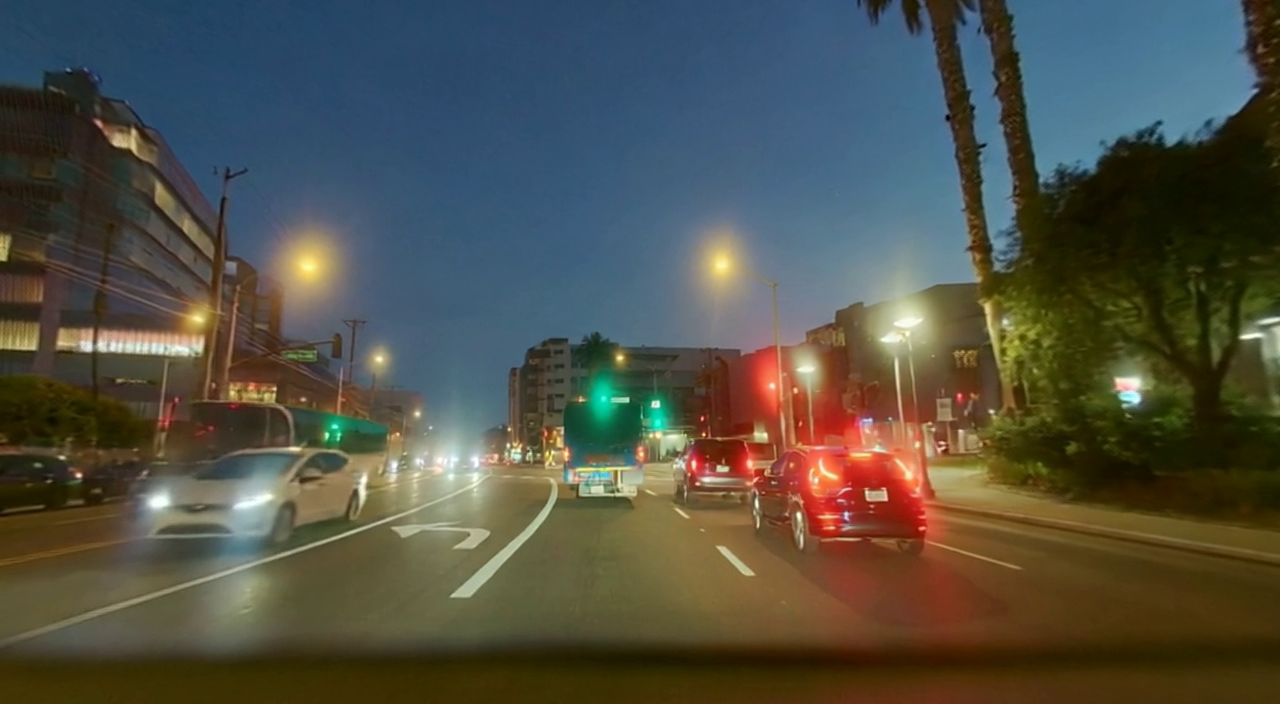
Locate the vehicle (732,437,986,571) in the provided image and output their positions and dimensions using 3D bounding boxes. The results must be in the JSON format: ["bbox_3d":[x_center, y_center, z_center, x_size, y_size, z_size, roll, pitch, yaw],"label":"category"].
[{"bbox_3d":[2.873,2.100,9.604,1.978,1.507,4.636,0,-9,-3],"label":"vehicle"}]

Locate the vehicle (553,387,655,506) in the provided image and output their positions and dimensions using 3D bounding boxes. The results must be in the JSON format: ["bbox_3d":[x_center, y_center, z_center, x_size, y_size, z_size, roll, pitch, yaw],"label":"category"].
[{"bbox_3d":[-1.253,2.794,18.705,2.517,2.926,6.177,1,-9,-7],"label":"vehicle"}]

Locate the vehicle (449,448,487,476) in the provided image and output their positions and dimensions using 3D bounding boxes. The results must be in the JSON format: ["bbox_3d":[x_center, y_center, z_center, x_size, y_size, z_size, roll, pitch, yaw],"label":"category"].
[{"bbox_3d":[-11.230,7.160,41.168,2.058,1.730,4.466,2,-9,-12],"label":"vehicle"}]

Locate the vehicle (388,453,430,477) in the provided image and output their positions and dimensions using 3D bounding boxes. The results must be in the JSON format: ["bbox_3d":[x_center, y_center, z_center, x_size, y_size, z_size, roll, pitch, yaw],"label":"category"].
[{"bbox_3d":[-15.999,7.833,43.682,1.975,1.503,4.533,1,-9,-11],"label":"vehicle"}]

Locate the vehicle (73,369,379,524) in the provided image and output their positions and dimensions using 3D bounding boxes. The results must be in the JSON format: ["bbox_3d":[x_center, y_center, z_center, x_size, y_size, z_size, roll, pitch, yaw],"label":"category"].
[{"bbox_3d":[-11.593,2.936,19.780,2.996,3.432,11.265,1,-8,-6],"label":"vehicle"}]

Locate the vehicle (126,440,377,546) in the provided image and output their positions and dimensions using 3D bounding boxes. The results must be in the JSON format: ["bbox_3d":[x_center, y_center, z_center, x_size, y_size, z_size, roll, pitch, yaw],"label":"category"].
[{"bbox_3d":[-6.755,2.446,11.632,2.170,1.555,4.187,0,-9,-4],"label":"vehicle"}]

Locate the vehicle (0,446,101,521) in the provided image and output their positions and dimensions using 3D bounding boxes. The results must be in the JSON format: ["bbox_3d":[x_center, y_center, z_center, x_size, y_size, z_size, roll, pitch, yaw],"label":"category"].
[{"bbox_3d":[-15.610,3.097,14.904,1.965,1.679,4.455,1,-8,-6],"label":"vehicle"}]

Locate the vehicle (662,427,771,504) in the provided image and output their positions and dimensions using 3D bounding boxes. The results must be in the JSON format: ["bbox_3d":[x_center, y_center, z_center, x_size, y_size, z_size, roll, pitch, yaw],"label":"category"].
[{"bbox_3d":[2.066,3.312,18.868,2.157,1.944,5.423,1,-9,-5],"label":"vehicle"}]
